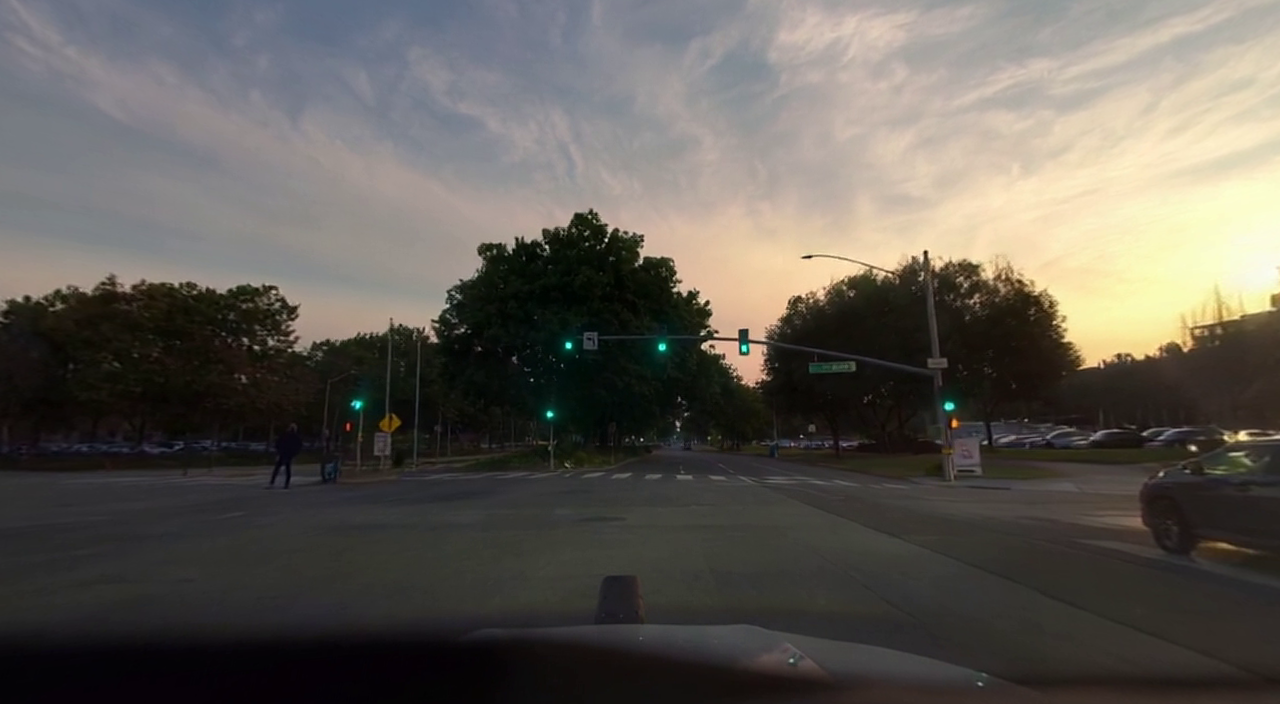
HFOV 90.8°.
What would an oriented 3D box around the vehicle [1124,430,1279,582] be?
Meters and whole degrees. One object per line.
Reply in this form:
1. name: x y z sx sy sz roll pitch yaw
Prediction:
1. vehicle: 7.371 1.590 6.636 1.797 1.518 3.433 0 -9 0
